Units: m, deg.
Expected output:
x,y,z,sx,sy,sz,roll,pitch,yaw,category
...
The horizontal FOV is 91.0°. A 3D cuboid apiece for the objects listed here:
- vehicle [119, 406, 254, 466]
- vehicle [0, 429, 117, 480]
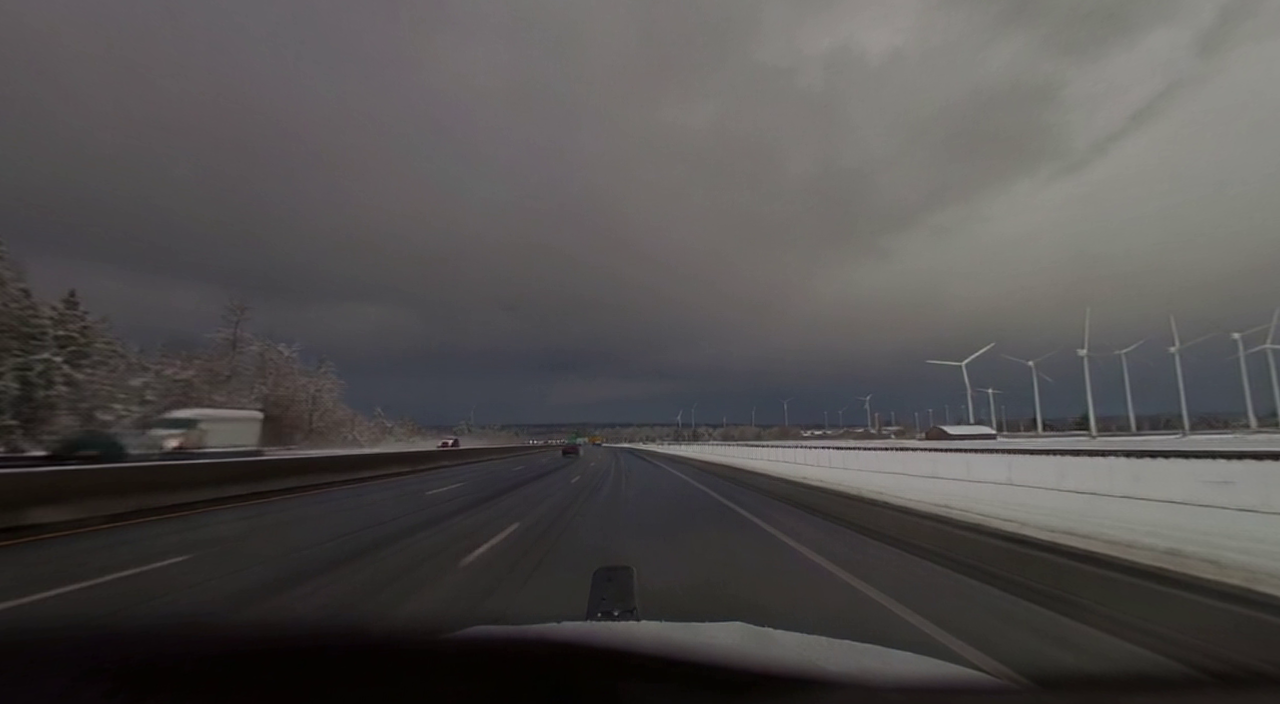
x,y,z,sx,sy,sz,roll,pitch,yaw,category
-24.338,4.601,34.286,2.540,2.900,6.641,0,-8,-2,vehicle
-19.636,3.250,20.173,1.841,1.471,4.661,0,-8,-2,vehicle
